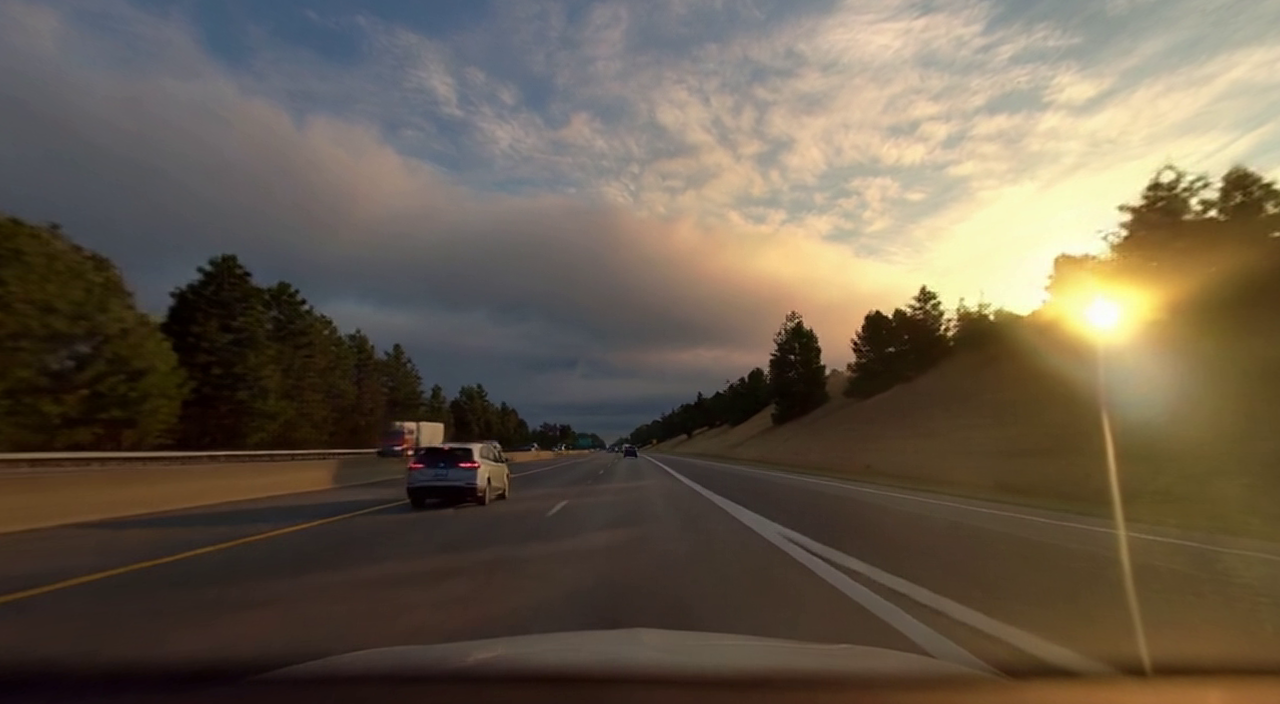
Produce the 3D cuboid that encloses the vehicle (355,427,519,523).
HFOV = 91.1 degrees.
[{"bbox_3d":[-4.124,2.581,13.704,2.111,1.717,4.426,0,-9,0],"label":"vehicle"}]
